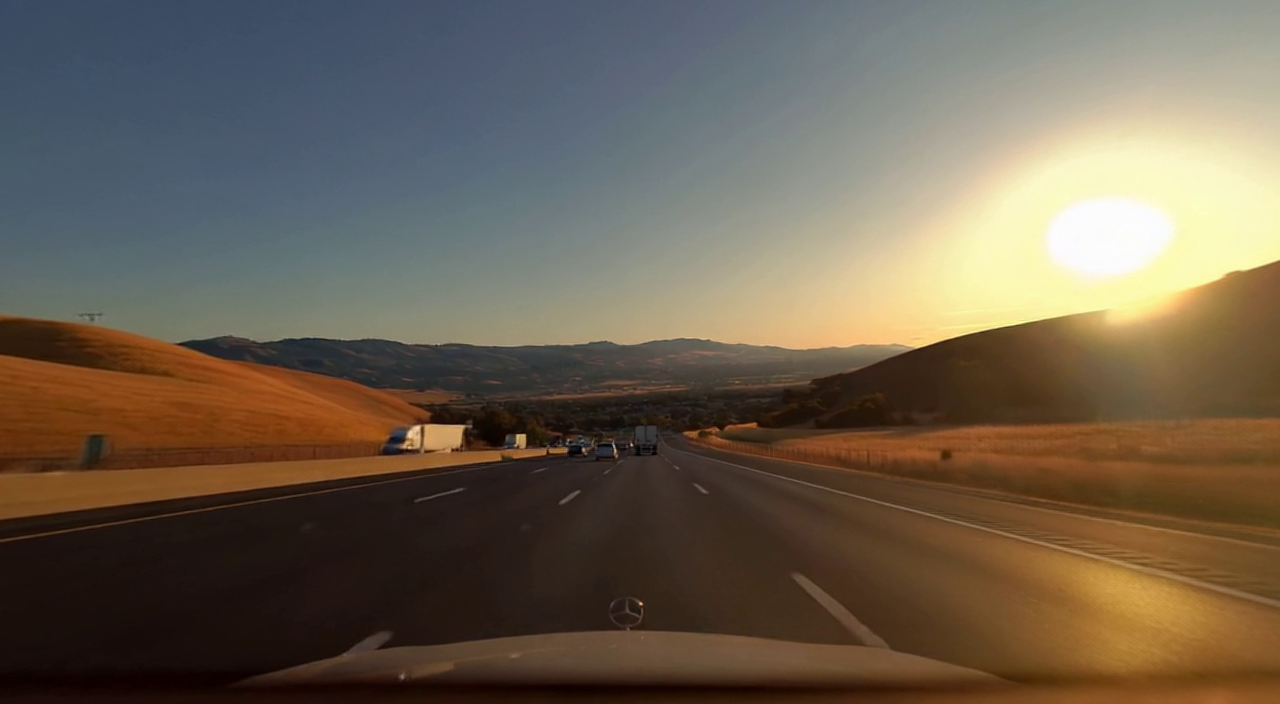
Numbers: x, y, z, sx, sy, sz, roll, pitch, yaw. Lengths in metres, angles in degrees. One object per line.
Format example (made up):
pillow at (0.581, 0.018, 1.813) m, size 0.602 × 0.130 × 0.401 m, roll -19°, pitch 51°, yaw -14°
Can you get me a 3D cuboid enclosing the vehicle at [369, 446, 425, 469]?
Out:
vehicle at (-16.814, 7.269, 43.872) m, size 1.918 × 1.479 × 4.792 m, roll 0°, pitch -8°, yaw 1°
